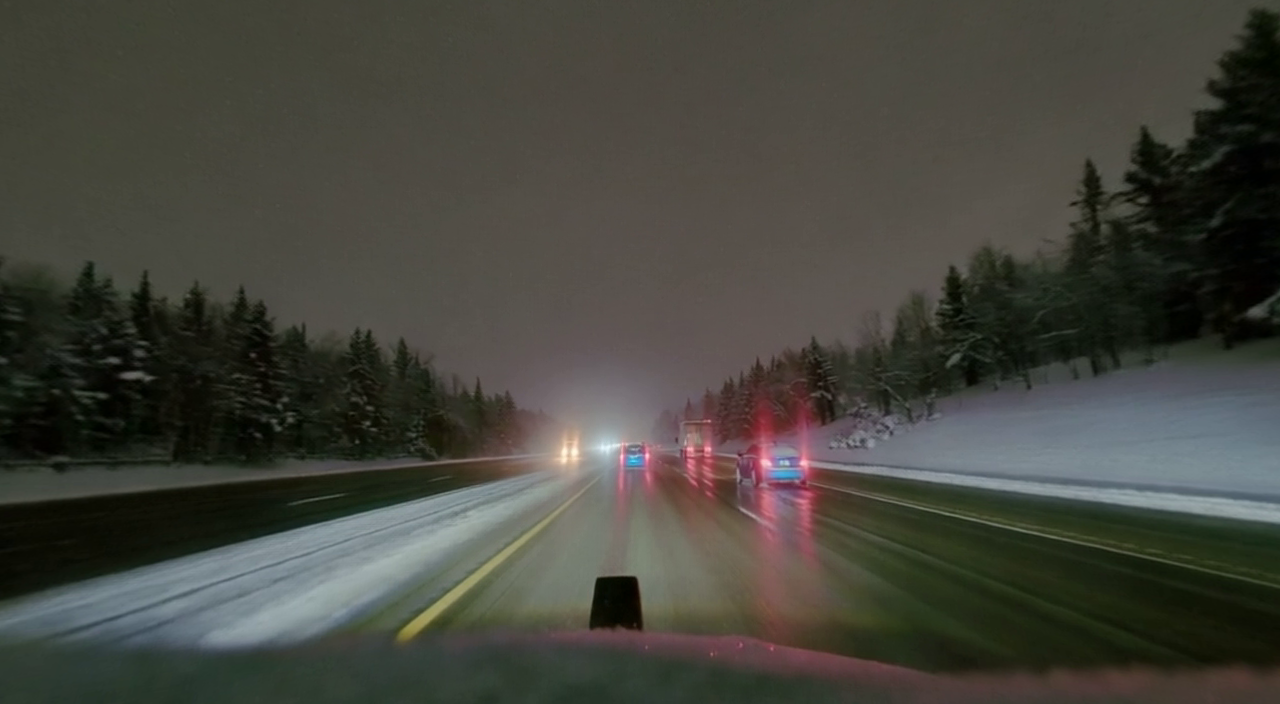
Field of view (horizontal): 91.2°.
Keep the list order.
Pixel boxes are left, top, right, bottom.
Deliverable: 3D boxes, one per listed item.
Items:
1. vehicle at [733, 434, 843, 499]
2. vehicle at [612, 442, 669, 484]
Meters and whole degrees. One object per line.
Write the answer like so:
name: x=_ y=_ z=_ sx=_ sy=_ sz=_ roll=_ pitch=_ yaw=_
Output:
vehicle: x=3.905 y=3.103 z=17.328 sx=1.953 sy=1.540 sz=4.101 roll=0 pitch=-9 yaw=-1
vehicle: x=-0.004 y=4.383 z=25.013 sx=2.066 sy=1.490 sz=3.759 roll=-1 pitch=-9 yaw=0
